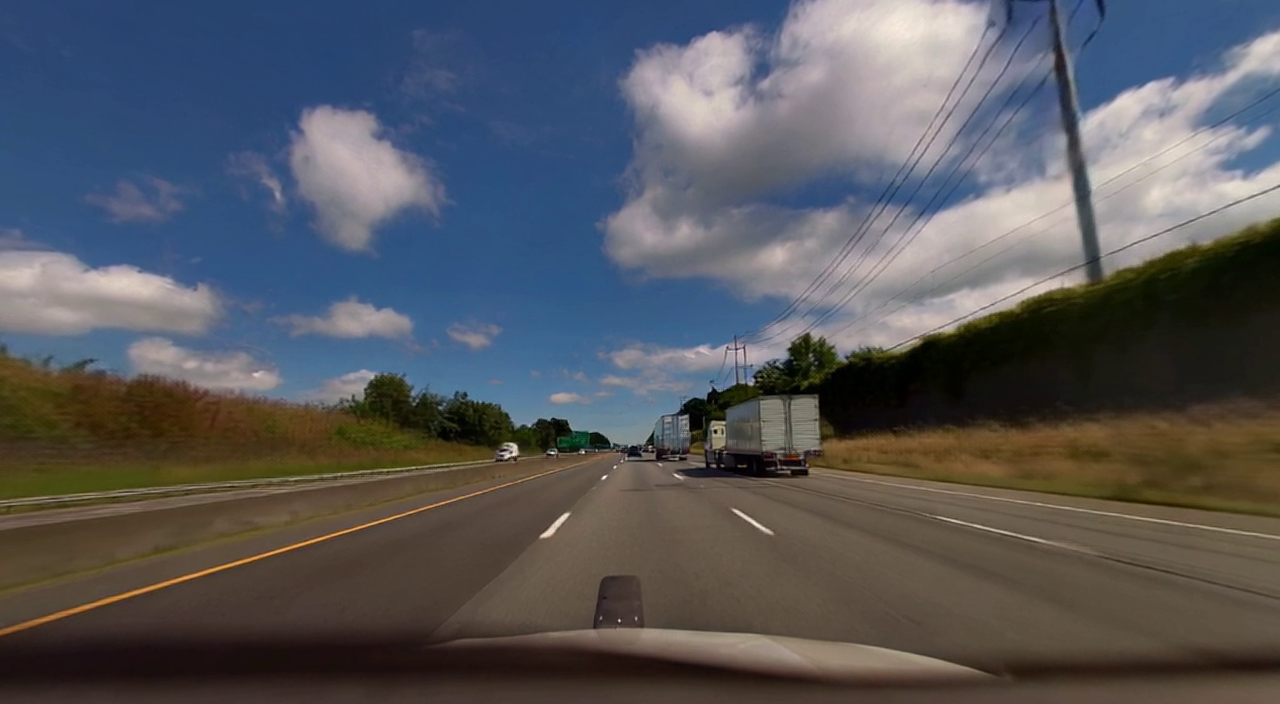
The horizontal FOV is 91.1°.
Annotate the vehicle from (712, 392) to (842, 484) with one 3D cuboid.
[{"bbox_3d":[7.202,5.186,37.120,3.400,4.134,17.388,0,-9,-1],"label":"vehicle"}]
